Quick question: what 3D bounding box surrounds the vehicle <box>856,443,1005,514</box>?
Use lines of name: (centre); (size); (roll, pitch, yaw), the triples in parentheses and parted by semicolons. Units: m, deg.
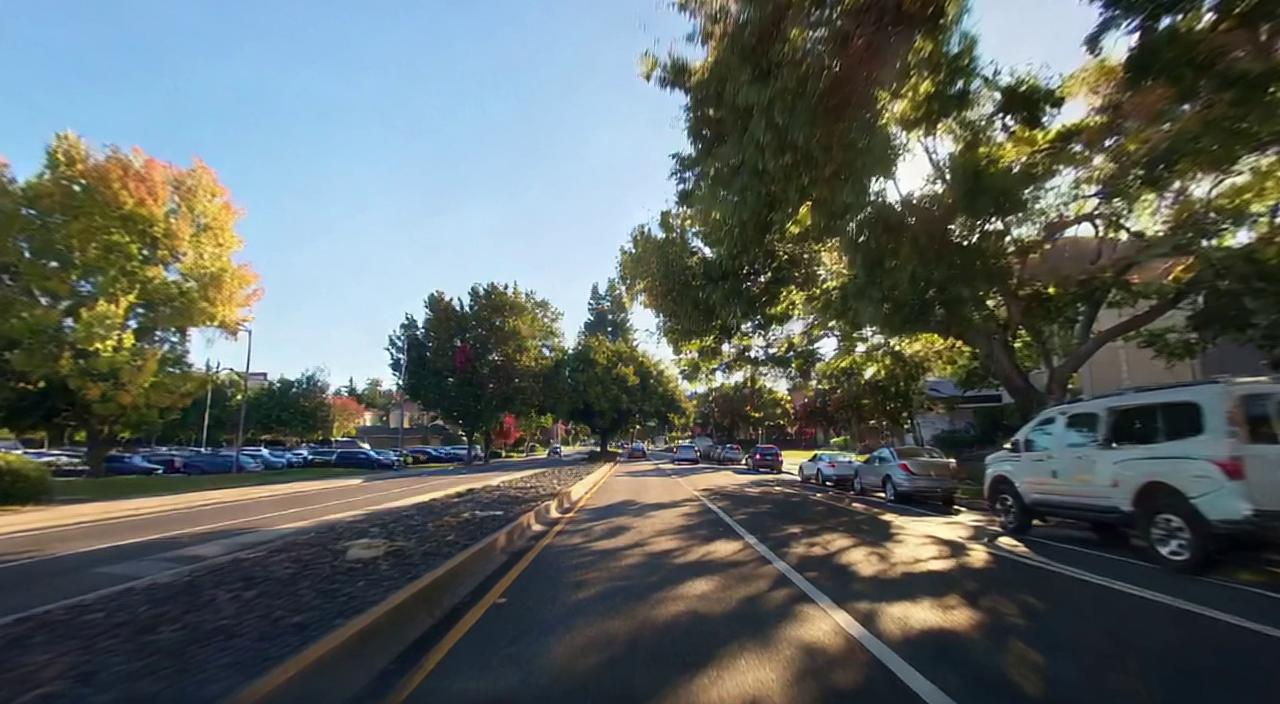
vehicle: (7.178, 3.130, 16.161); (1.812, 1.548, 4.021); (0, -8, -1)

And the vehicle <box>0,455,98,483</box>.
vehicle: (-35.847, 7.017, 38.032); (4.476, 1.501, 1.927); (5, -10, -30)

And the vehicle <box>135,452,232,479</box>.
vehicle: (-29.656, 7.376, 41.254); (4.702, 1.535, 2.292); (4, -9, -26)

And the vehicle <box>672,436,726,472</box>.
vehicle: (3.098, 5.496, 34.320); (2.293, 1.814, 4.589); (0, -8, -2)

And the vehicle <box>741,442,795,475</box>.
vehicle: (7.096, 5.904, 35.444); (1.994, 1.691, 4.472); (0, -8, -2)

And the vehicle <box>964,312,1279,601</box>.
vehicle: (7.228, 1.375, 8.661); (2.376, 2.706, 5.809); (0, -8, -1)

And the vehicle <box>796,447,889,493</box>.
vehicle: (7.198, 4.209, 22.966); (1.852, 1.448, 4.446); (0, -8, -1)

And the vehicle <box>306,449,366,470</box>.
vehicle: (-23.882, 8.466, 49.782); (1.768, 1.429, 4.423); (-2, -8, 13)
